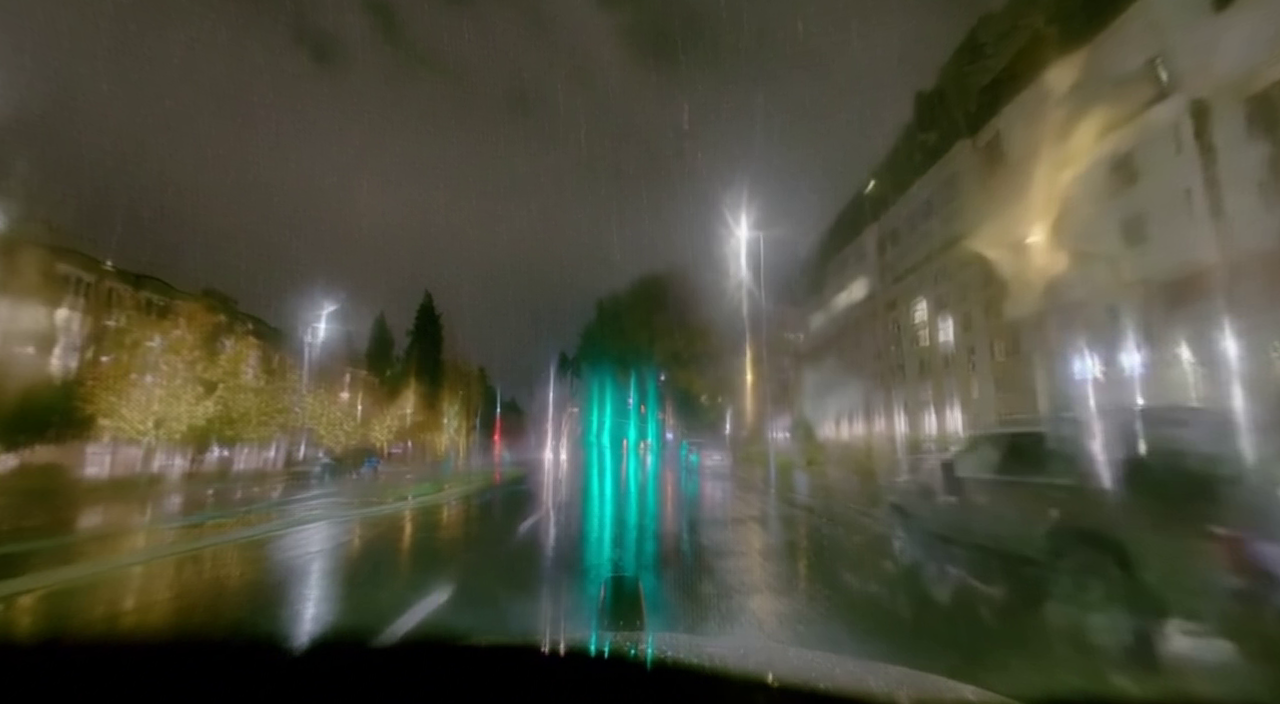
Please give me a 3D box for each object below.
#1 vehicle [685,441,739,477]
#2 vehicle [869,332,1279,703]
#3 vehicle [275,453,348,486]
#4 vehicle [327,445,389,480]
[{"bbox_3d":[3.148,4.778,28.566,1.924,1.492,4.587,0,-8,0],"label":"vehicle"},{"bbox_3d":[3.549,1.092,4.491,2.097,1.723,4.586,0,-8,0],"label":"vehicle"},{"bbox_3d":[-18.511,6.598,35.819,1.791,1.461,4.496,-7,-8,-2],"label":"vehicle"},{"bbox_3d":[-18.468,7.231,41.616,2.007,1.806,4.707,-7,-7,-2],"label":"vehicle"}]
